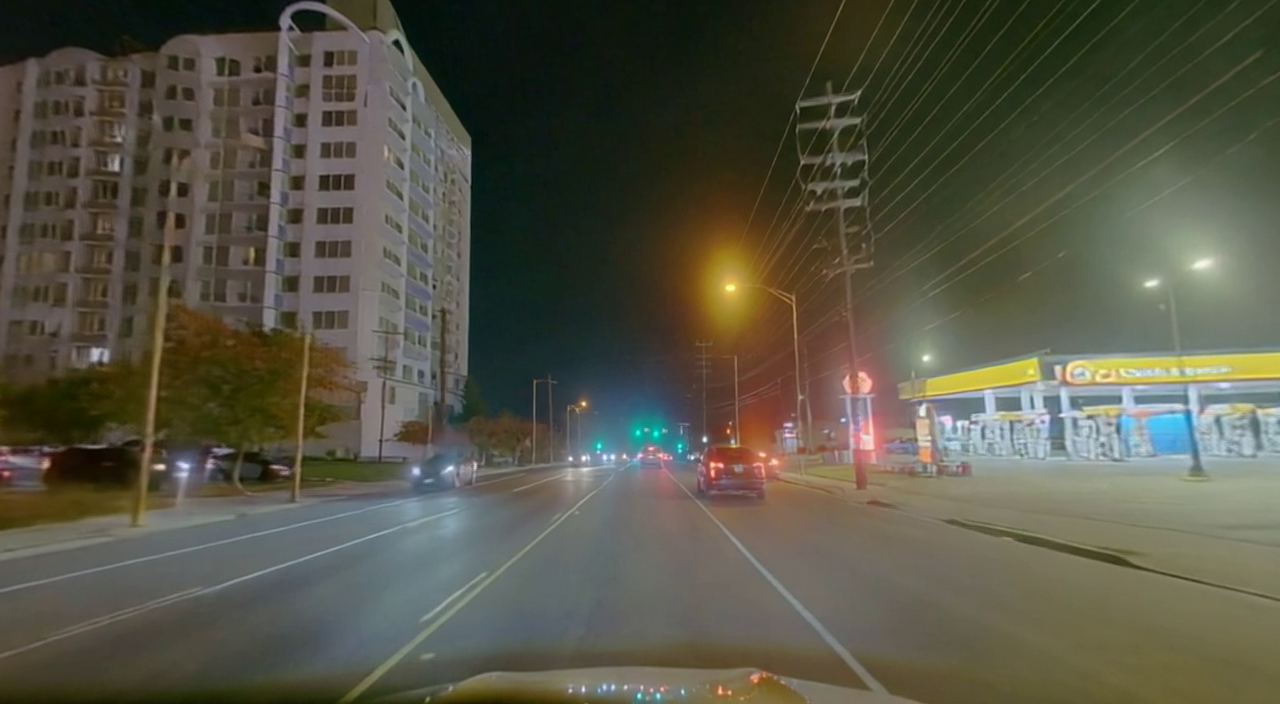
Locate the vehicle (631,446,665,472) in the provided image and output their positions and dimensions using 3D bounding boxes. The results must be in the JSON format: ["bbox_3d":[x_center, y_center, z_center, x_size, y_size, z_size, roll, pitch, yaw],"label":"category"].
[{"bbox_3d":[0.553,6.642,39.329,1.999,1.487,3.939,-1,-8,2],"label":"vehicle"}]

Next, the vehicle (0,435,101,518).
[{"bbox_3d":[-17.606,3.329,16.921,4.591,1.852,2.241,-3,-3,5],"label":"vehicle"}]

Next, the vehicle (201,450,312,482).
[{"bbox_3d":[-18.436,5.479,30.514,4.182,1.486,1.808,0,-8,1],"label":"vehicle"}]

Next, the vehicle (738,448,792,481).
[{"bbox_3d":[6.240,5.632,32.006,1.914,1.513,4.474,0,-8,1],"label":"vehicle"}]

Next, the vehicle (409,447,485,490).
[{"bbox_3d":[-8.808,5.301,29.218,2.000,1.796,4.529,0,-8,1],"label":"vehicle"}]

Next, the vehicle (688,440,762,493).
[{"bbox_3d":[2.889,3.972,22.308,1.945,1.647,4.160,0,-8,-1],"label":"vehicle"}]
